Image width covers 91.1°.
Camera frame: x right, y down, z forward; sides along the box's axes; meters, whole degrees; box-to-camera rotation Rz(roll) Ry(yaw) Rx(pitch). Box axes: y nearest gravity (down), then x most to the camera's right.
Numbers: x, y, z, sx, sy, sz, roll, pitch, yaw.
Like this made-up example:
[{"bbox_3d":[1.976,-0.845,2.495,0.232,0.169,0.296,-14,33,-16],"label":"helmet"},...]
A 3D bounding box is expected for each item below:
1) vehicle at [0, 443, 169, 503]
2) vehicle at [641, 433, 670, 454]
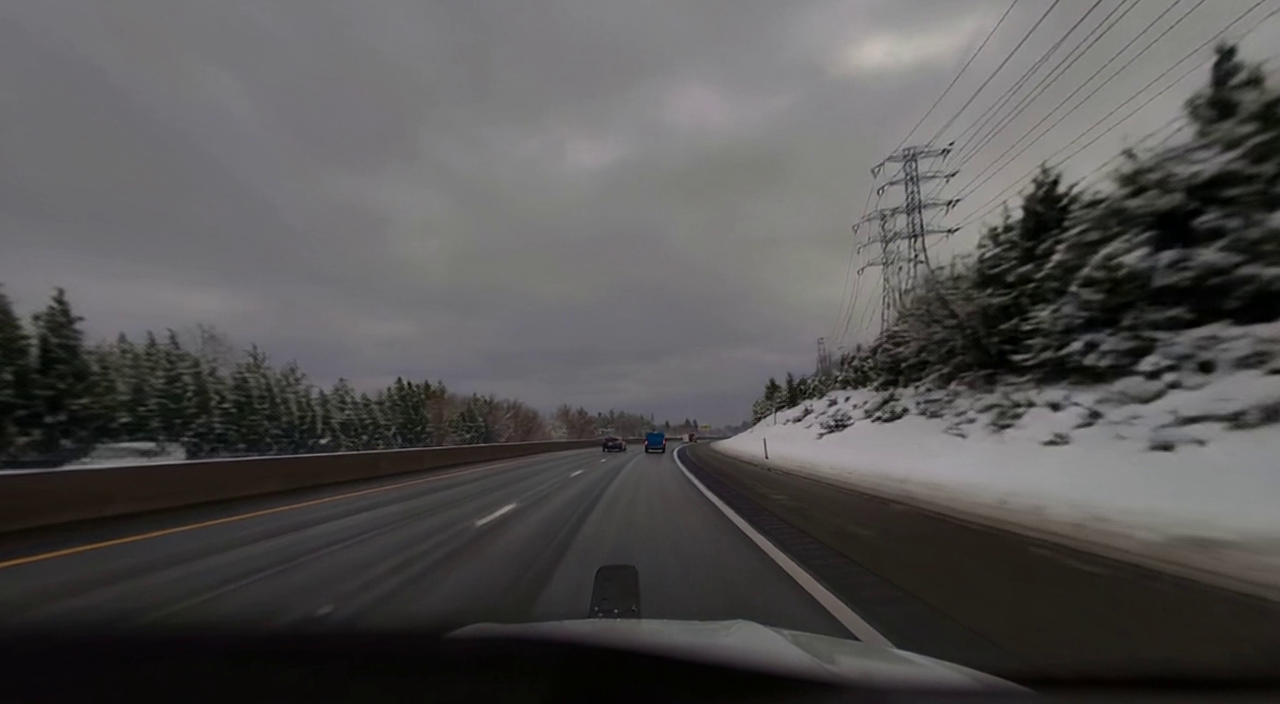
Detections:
[{"bbox_3d":[-17.835,3.761,20.092,1.925,1.628,4.630,0,-8,1],"label":"vehicle"},{"bbox_3d":[1.212,6.939,47.870,2.077,1.523,4.206,0,-8,3],"label":"vehicle"}]
